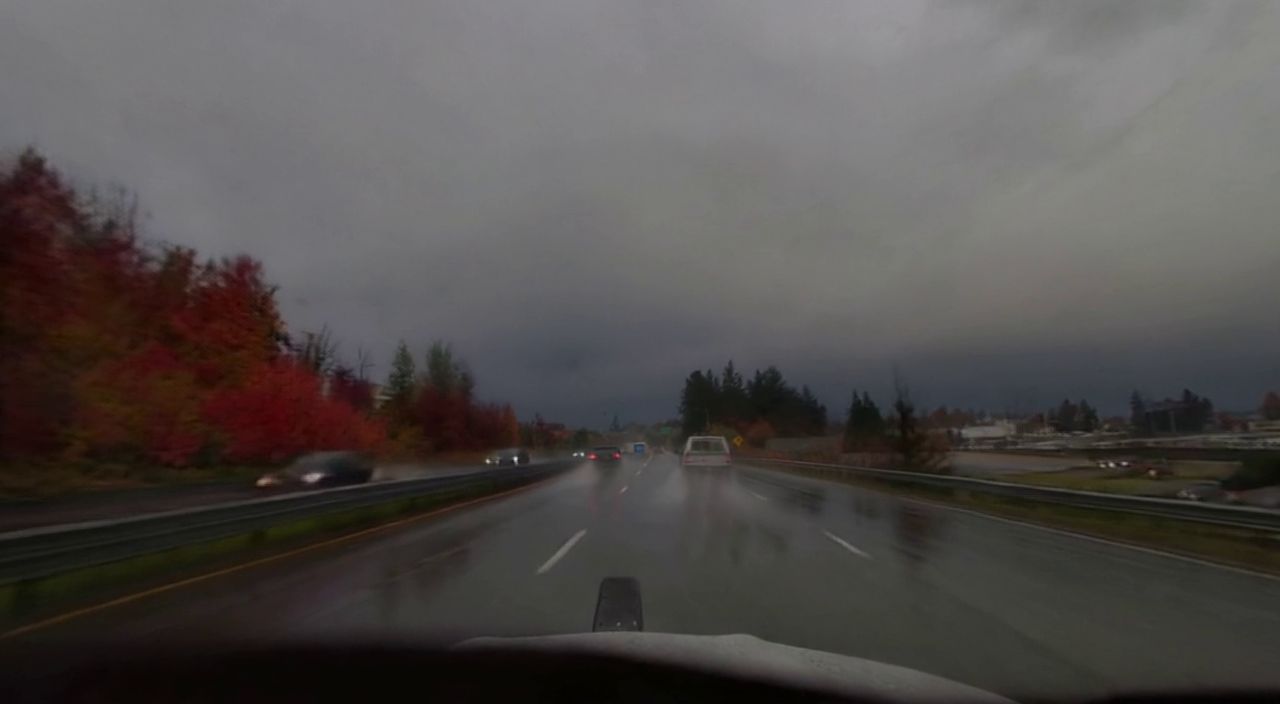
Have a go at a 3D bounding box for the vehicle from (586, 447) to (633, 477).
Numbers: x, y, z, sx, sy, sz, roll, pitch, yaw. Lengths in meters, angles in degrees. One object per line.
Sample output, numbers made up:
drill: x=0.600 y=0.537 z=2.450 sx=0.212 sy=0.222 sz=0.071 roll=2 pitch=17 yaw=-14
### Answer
vehicle: x=-1.465 y=5.571 z=31.877 sx=2.037 sy=1.418 sz=3.793 roll=-1 pitch=-9 yaw=2

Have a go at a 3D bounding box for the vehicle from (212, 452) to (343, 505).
vehicle: x=-12.010 y=4.175 z=21.149 sx=1.877 sy=1.554 sz=4.051 roll=-1 pitch=-9 yaw=2

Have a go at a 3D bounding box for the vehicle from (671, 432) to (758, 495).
vehicle: x=2.156 y=3.426 z=19.546 sx=2.250 sy=1.718 sz=4.358 roll=0 pitch=-9 yaw=1

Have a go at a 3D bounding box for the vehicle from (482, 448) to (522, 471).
vehicle: x=-10.497 y=8.163 z=47.936 sx=1.996 sy=1.663 sz=4.278 roll=-1 pitch=-9 yaw=2
